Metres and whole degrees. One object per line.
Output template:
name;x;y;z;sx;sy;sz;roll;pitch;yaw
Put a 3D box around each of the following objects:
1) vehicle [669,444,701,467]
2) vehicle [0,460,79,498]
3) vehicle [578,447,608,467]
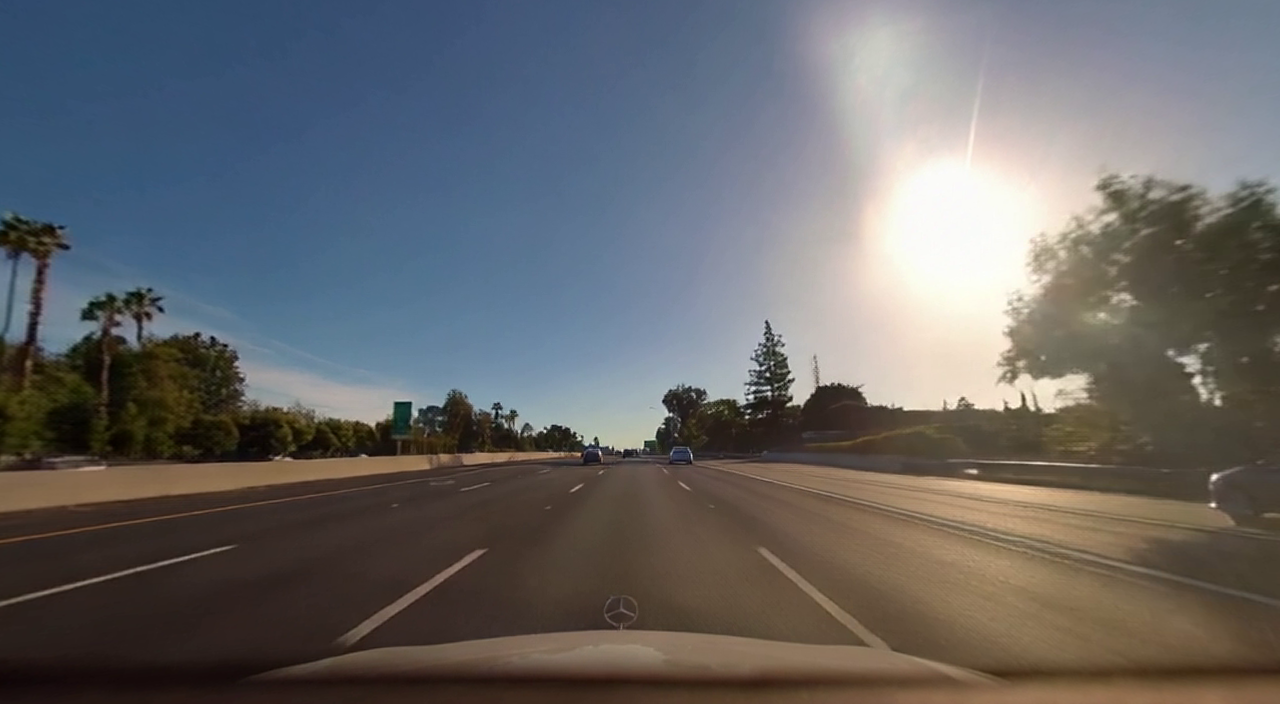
vehicle;3.446;8.037;49.055;2.130;1.677;4.317;0;-9;-1
vehicle;-27.169;5.420;27.180;1.898;1.485;4.492;0;-9;0
vehicle;-3.628;8.271;49.859;2.052;1.510;4.301;0;-9;0
